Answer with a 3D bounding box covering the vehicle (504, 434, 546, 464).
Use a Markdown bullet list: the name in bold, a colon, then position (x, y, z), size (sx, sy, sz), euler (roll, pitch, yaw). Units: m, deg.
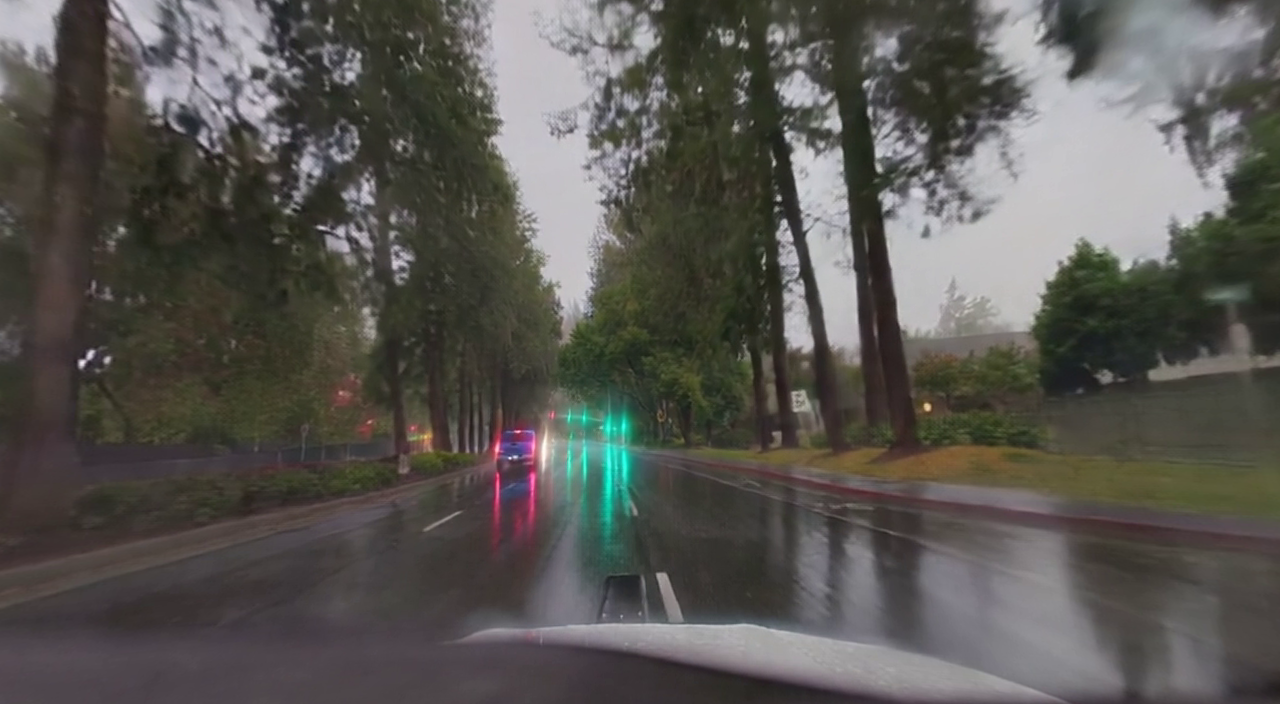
- **vehicle**: position (-7.704, 6.589, 42.948), size (2.267, 1.849, 6.402), euler (0, -8, -5)
